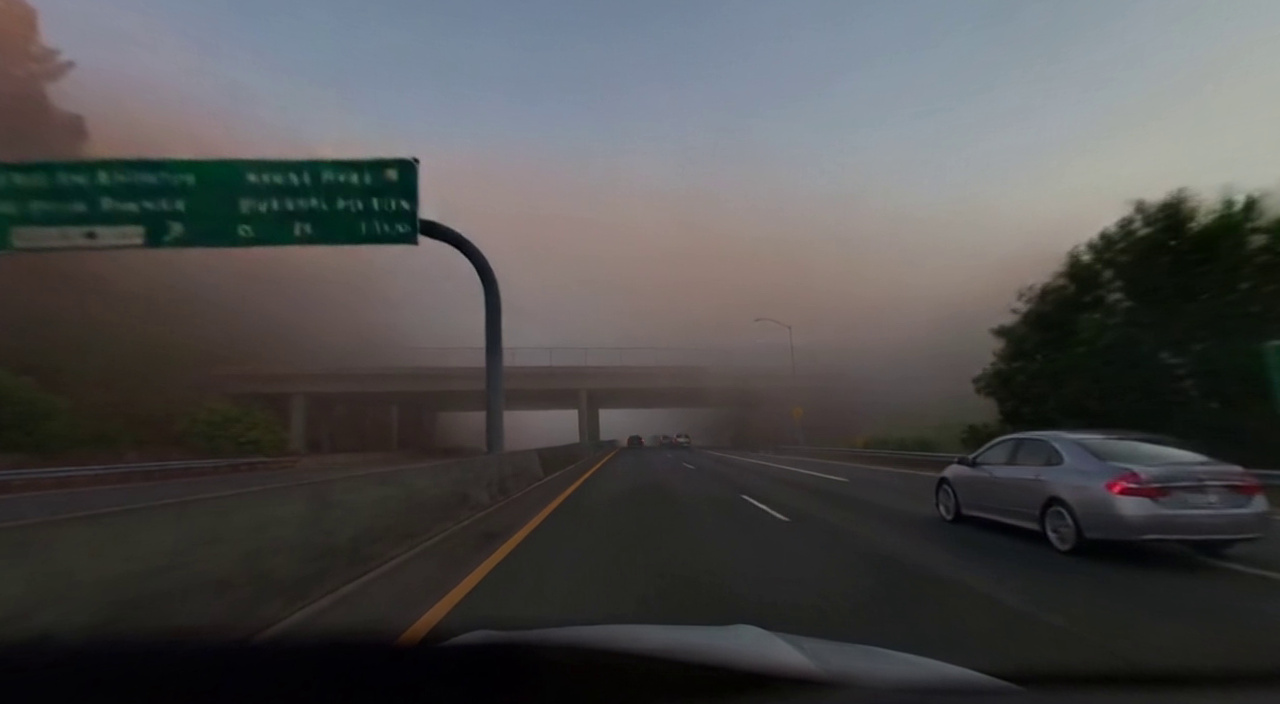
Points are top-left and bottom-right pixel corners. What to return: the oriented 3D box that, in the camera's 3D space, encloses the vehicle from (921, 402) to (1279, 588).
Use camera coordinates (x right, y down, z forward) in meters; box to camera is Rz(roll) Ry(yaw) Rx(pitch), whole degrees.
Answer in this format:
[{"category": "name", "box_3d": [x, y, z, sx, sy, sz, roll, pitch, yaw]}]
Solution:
[{"category": "vehicle", "box_3d": [5.340, 1.501, 7.525, 1.940, 1.578, 4.122, 0, -8, -2]}]
